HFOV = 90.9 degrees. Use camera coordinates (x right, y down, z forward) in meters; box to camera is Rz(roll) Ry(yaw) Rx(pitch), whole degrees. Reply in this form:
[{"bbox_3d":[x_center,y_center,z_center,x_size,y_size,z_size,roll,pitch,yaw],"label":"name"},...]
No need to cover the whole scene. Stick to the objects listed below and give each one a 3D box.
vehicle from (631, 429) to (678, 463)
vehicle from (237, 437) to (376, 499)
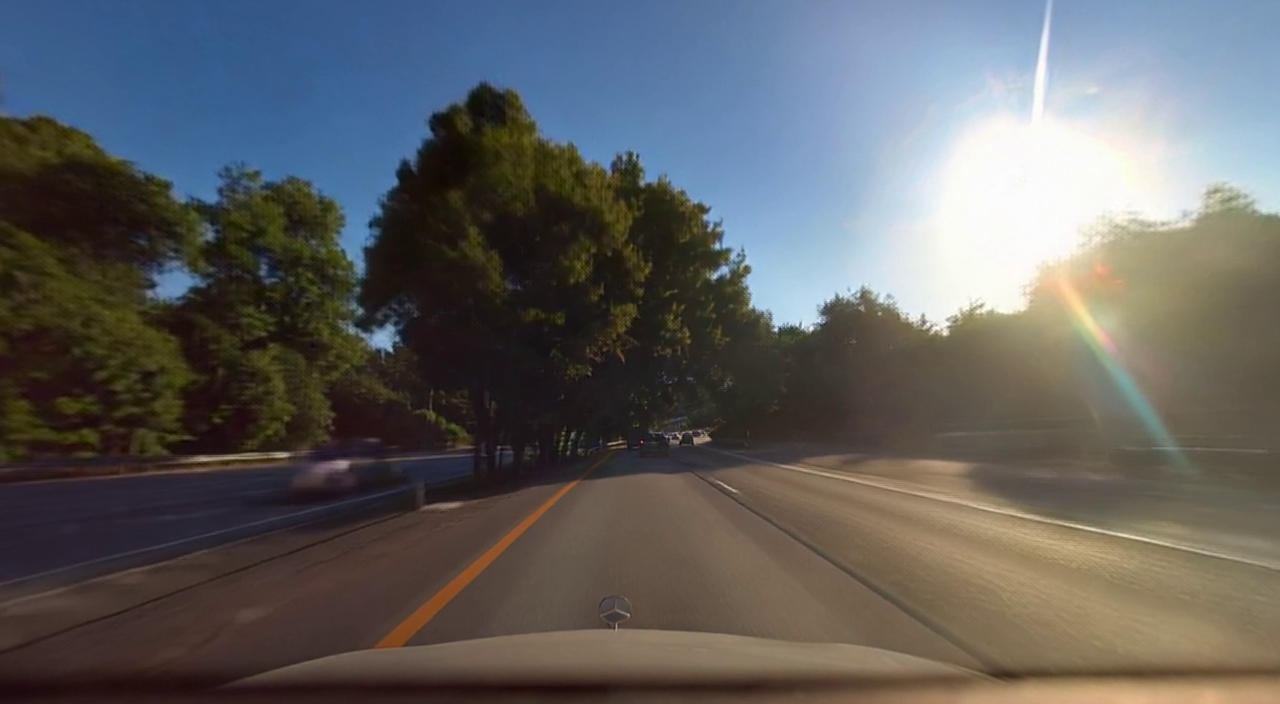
[{"bbox_3d":[0.598,4.433,29.842,2.046,1.526,3.903,0,-8,-1],"label":"vehicle"},{"bbox_3d":[-8.718,3.013,16.823,1.845,1.478,3.431,0,-8,-1],"label":"vehicle"}]
